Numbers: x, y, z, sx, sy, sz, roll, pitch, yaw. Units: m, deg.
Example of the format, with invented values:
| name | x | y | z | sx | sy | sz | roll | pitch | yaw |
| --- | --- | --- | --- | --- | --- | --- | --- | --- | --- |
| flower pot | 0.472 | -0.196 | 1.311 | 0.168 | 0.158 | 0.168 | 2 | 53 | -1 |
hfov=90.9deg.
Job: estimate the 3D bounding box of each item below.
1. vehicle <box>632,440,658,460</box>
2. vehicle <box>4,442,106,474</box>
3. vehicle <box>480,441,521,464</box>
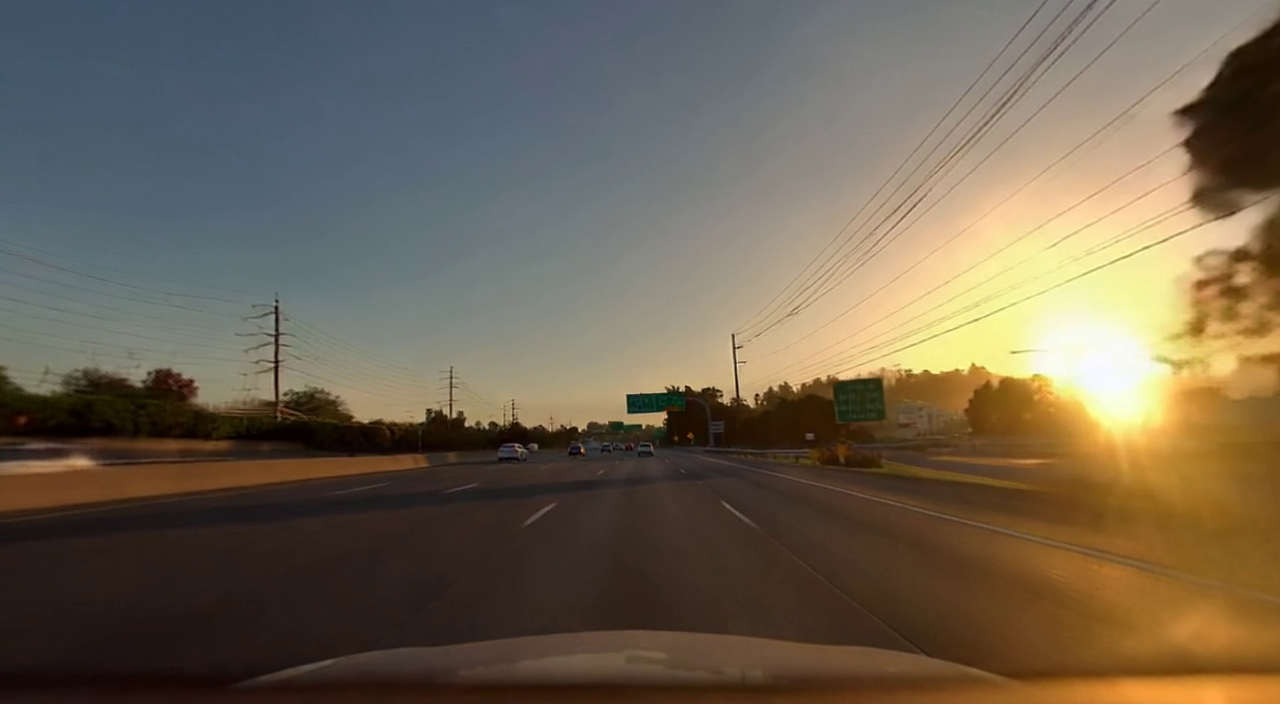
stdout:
| name | x | y | z | sx | sy | sz | roll | pitch | yaw |
| --- | --- | --- | --- | --- | --- | --- | --- | --- | --- |
| vehicle | 0.367 | 7.717 | 49.907 | 2.036 | 1.474 | 3.969 | 0 | -8 | 0 |
| vehicle | -28.022 | 5.087 | 30.346 | 1.542 | 1.400 | 3.449 | -2 | -9 | 0 |
| vehicle | -10.075 | 7.282 | 45.906 | 1.947 | 1.528 | 4.355 | 0 | -8 | 1 |
